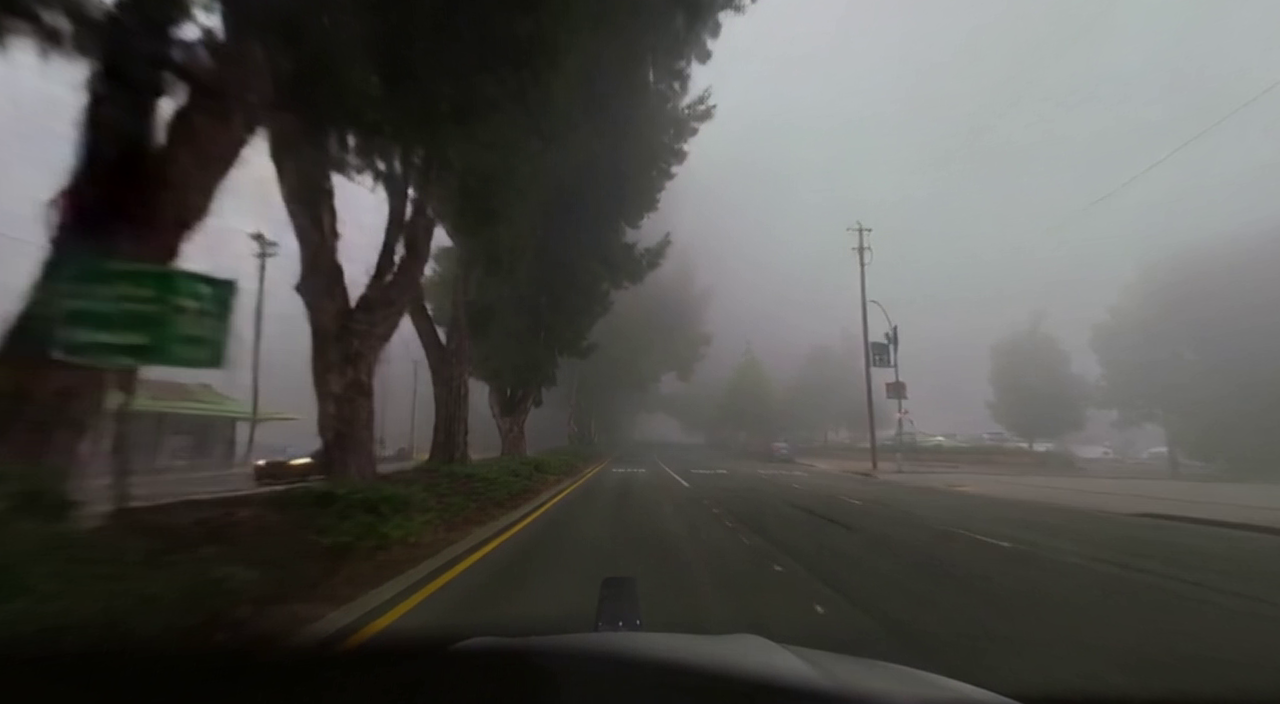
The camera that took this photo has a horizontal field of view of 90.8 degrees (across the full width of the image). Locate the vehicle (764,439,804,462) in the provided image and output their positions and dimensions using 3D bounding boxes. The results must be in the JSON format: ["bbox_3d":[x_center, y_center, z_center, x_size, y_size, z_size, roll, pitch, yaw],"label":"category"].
[{"bbox_3d":[10.168,6.981,44.910,1.901,1.586,3.903,0,-9,0],"label":"vehicle"}]

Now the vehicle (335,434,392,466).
[{"bbox_3d":[-19.367,6.908,44.468,1.954,2.000,4.687,-2,-9,0],"label":"vehicle"}]

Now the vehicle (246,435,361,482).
[{"bbox_3d":[-12.868,4.089,24.520,2.027,1.647,4.385,0,-9,0],"label":"vehicle"}]
